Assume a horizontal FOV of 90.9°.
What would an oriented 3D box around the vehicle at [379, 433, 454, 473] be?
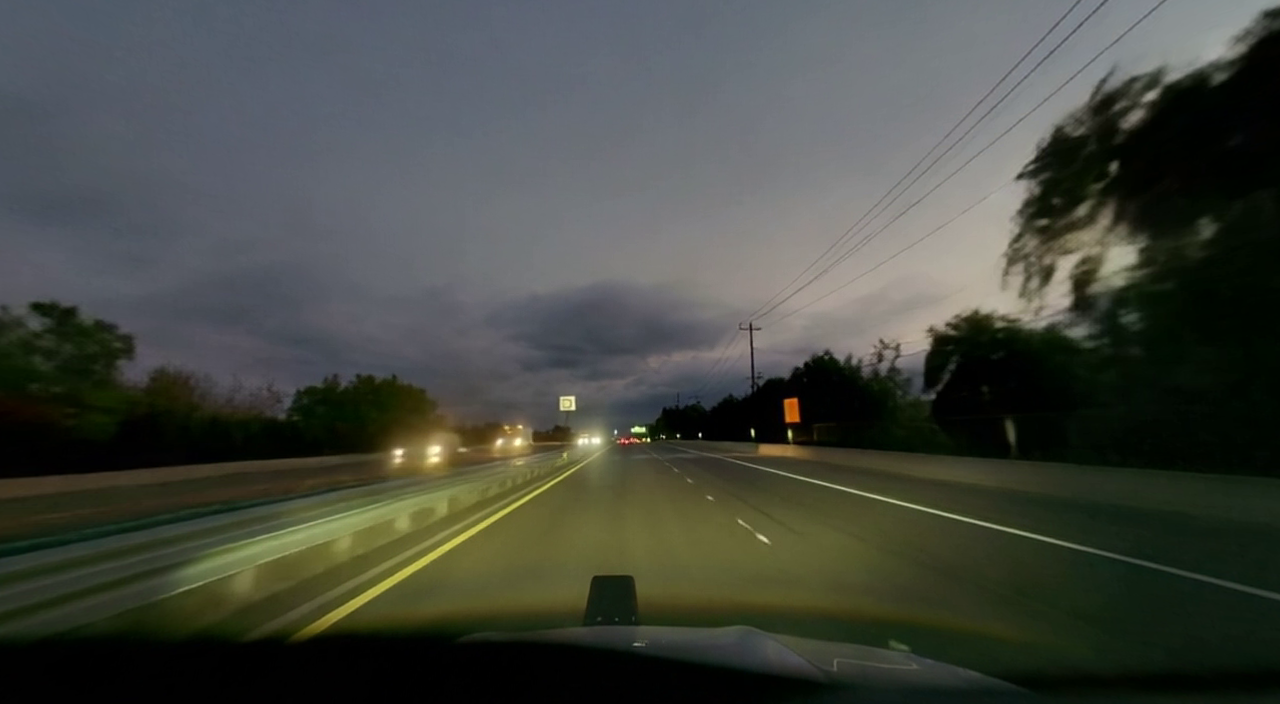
[{"bbox_3d":[-9.749,4.411,27.858,1.865,1.622,4.311,1,-8,-2],"label":"vehicle"}]
